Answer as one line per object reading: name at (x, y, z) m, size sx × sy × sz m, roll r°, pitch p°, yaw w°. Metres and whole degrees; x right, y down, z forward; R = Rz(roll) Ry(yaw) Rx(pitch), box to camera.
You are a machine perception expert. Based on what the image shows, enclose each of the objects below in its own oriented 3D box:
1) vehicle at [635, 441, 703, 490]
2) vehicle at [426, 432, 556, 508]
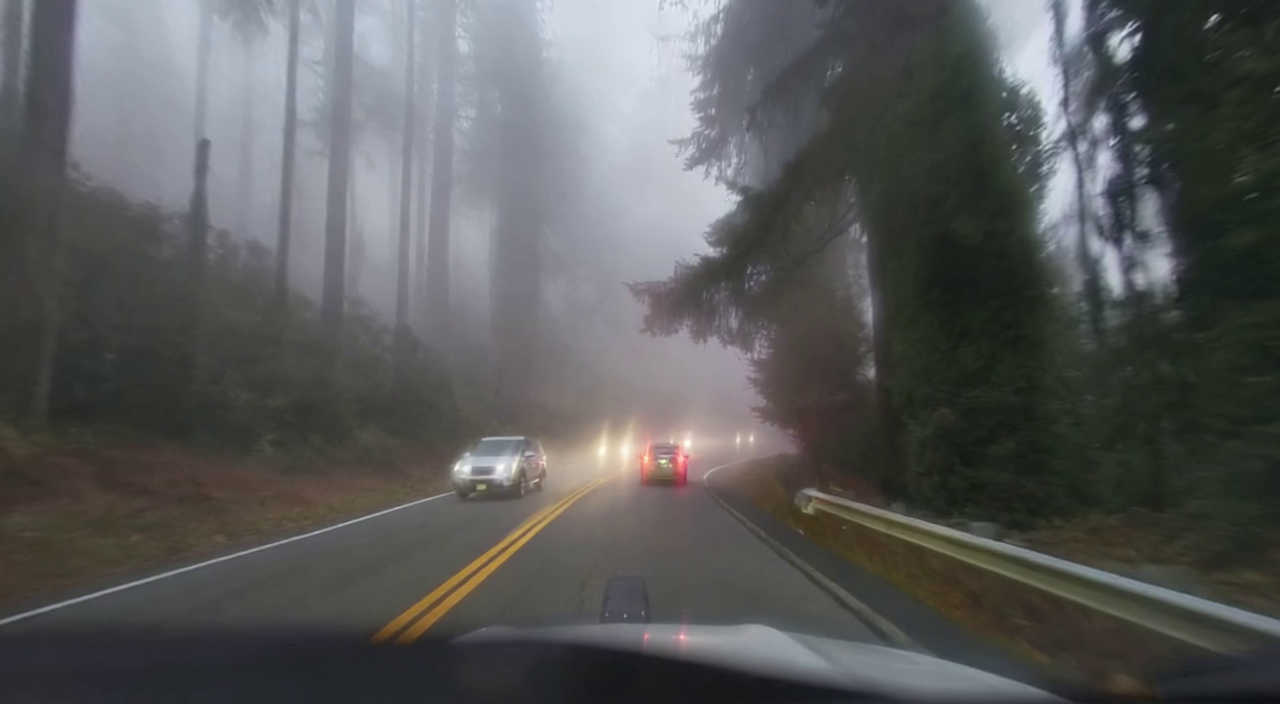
vehicle at (1.144, 4.110, 23.255) m, size 2.274 × 1.583 × 4.349 m, roll -1°, pitch -8°, yaw 5°
vehicle at (-3.791, 3.077, 16.961) m, size 2.173 × 1.738 × 4.297 m, roll 0°, pitch -8°, yaw 4°
